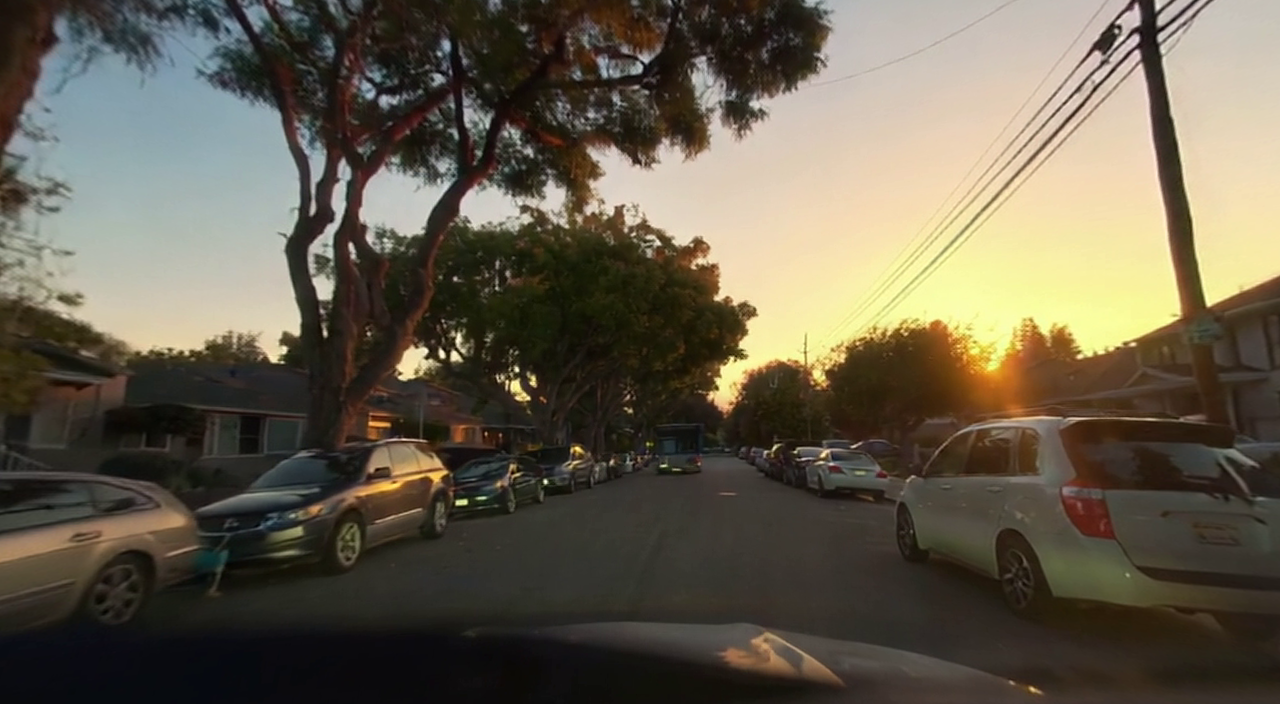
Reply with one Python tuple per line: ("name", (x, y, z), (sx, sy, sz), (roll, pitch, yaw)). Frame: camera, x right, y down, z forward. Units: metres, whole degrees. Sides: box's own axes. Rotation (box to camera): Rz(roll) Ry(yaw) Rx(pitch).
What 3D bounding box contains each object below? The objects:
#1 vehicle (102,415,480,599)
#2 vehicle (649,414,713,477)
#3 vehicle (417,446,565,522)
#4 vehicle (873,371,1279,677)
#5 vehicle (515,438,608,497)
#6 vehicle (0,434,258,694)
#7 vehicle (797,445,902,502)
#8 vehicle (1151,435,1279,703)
("vehicle", (-4.193, 1.926, 8.938), (2.203, 1.815, 4.972), (-1, -8, 4))
("vehicle", (2.265, 4.816, 32.583), (2.716, 2.887, 6.781), (-1, -8, 8))
("vehicle", (-3.291, 3.015, 15.125), (1.861, 1.474, 4.749), (-1, -8, 7))
("vehicle", (4.170, 1.410, 6.385), (2.182, 1.900, 4.779), (-1, -8, 5))
("vehicle", (-2.560, 3.933, 22.159), (2.002, 1.781, 5.380), (-1, -8, 7))
("vehicle", (-4.692, 1.242, 3.706), (1.855, 1.510, 4.406), (-1, -8, 5))
("vehicle", (6.041, 3.513, 18.745), (1.813, 1.468, 4.267), (0, -8, 3))
("vehicle", (3.661, 0.860, 1.139), (1.992, 1.456, 4.610), (-1, -8, 6))
